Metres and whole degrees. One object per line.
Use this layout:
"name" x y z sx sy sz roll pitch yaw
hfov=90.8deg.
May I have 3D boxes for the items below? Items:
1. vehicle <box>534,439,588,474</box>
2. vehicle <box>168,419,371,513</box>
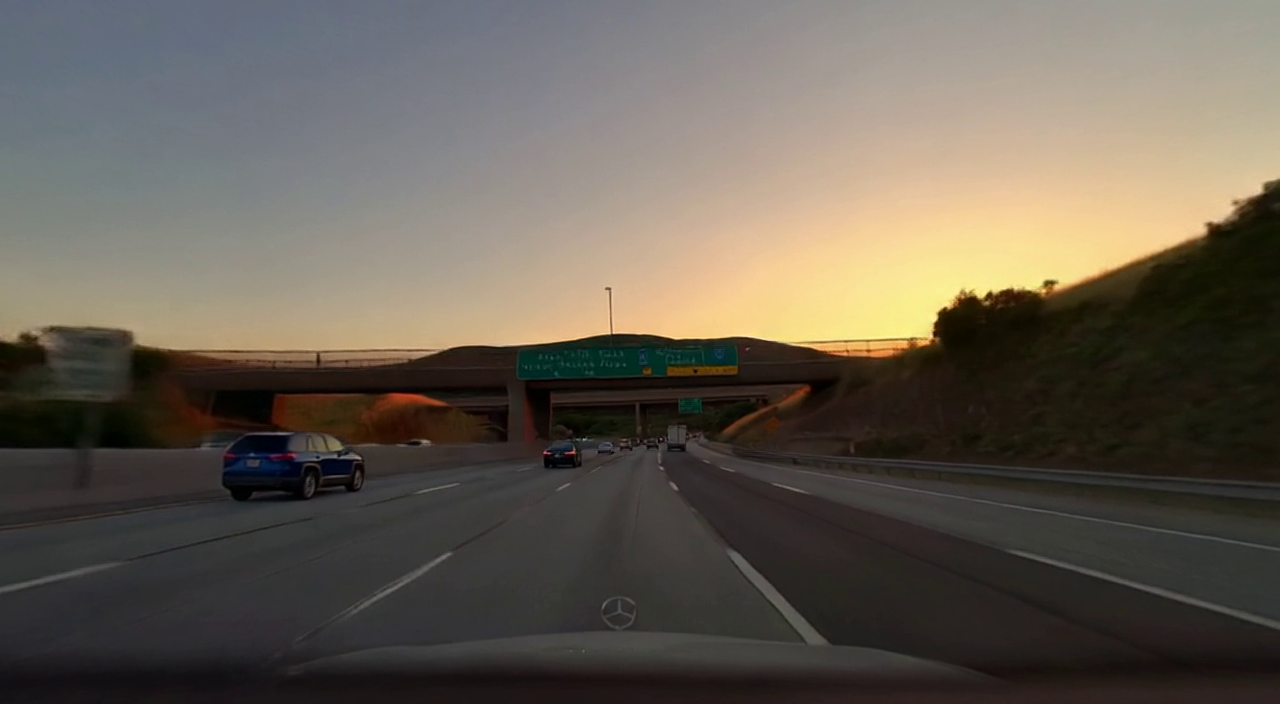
"vehicle" -3.673 4.927 29.986 1.925 1.509 4.363 0 -9 1
"vehicle" -7.683 2.413 13.703 1.860 1.694 4.173 0 -9 0
